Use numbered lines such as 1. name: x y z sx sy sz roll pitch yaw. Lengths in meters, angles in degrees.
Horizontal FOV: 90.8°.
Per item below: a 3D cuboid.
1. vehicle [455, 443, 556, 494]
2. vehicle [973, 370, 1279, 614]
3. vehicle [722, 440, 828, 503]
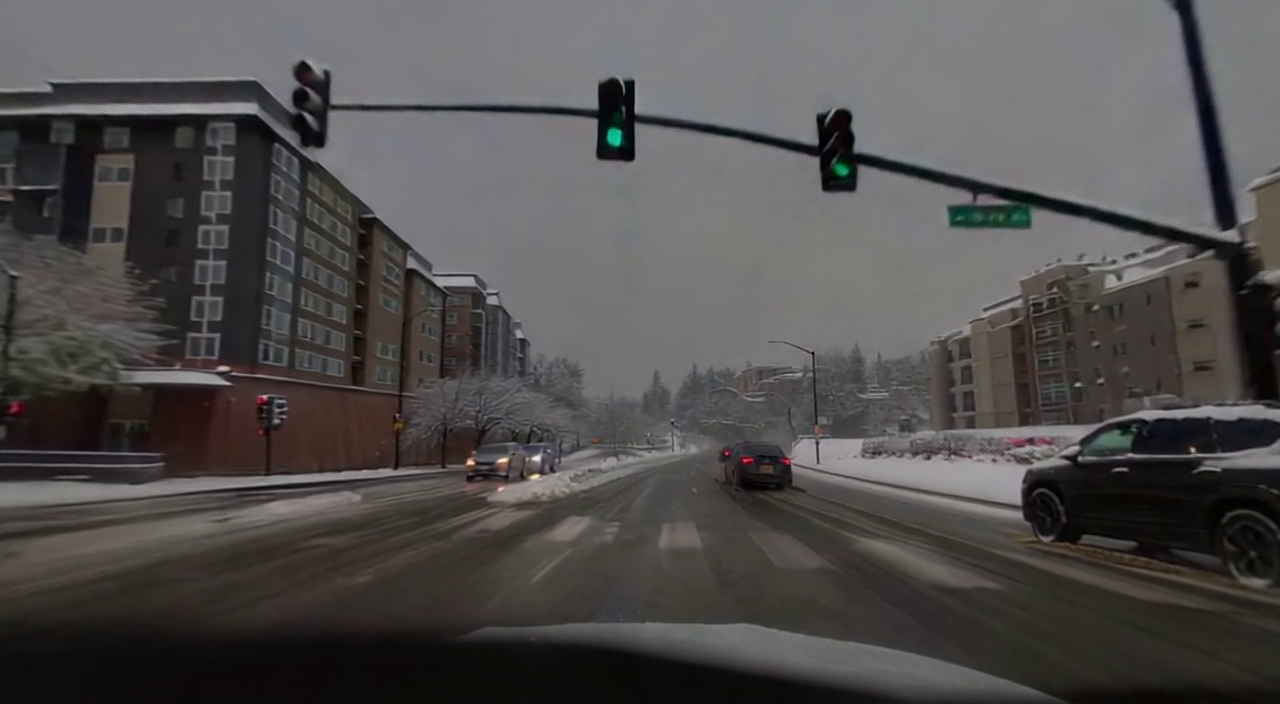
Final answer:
1. vehicle: -4.256 3.780 20.866 2.032 1.484 4.437 -1 -9 5
2. vehicle: 6.584 1.463 7.171 2.427 2.017 5.763 0 -9 0
3. vehicle: 3.511 3.215 17.380 2.003 1.480 4.494 0 -9 1
